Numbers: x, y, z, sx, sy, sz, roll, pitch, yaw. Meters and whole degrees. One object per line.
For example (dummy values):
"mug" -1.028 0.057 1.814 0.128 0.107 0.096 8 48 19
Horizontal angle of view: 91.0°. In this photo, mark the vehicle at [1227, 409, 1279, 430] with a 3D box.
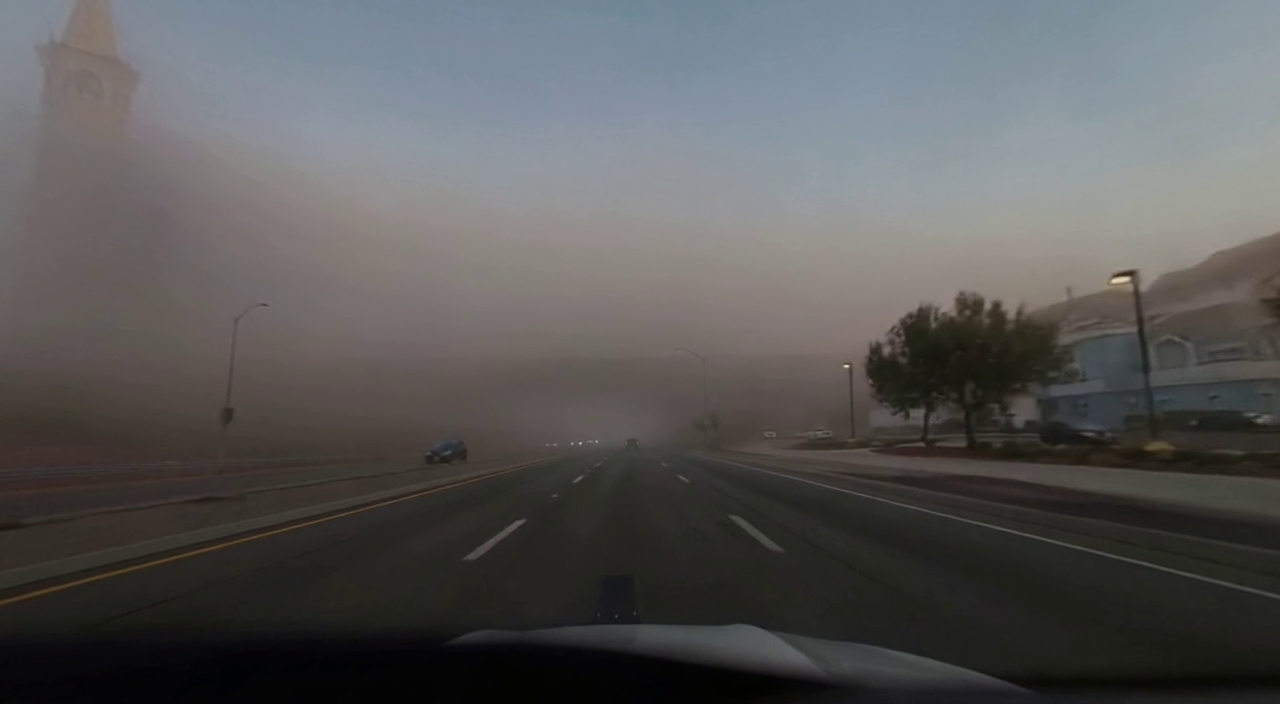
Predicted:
"vehicle" 45.074 4.936 45.811 1.492 1.373 3.282 -1 -8 2

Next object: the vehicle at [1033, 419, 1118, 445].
"vehicle" 24.166 4.491 35.075 1.777 1.345 4.066 -1 -8 -1
